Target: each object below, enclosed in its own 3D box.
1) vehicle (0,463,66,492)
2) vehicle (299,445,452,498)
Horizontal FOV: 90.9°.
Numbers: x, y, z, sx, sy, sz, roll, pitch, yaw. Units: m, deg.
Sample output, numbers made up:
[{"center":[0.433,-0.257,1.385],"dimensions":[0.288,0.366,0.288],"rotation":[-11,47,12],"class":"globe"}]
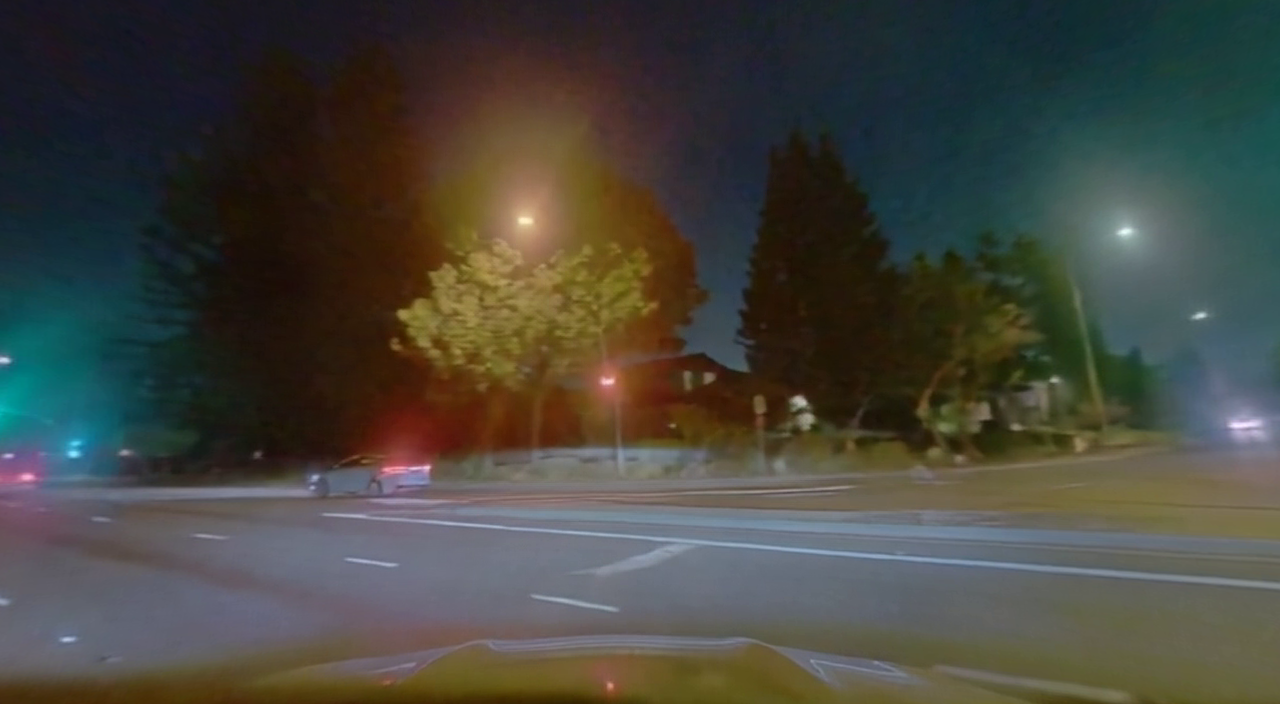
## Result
[{"center":[-35.703,7.224,36.492],"dimensions":[4.882,1.460,1.933],"rotation":[-5,-9,27],"class":"vehicle"},{"center":[-9.734,4.354,23.285],"dimensions":[4.995,1.798,2.102],"rotation":[-3,-9,18],"class":"vehicle"}]
